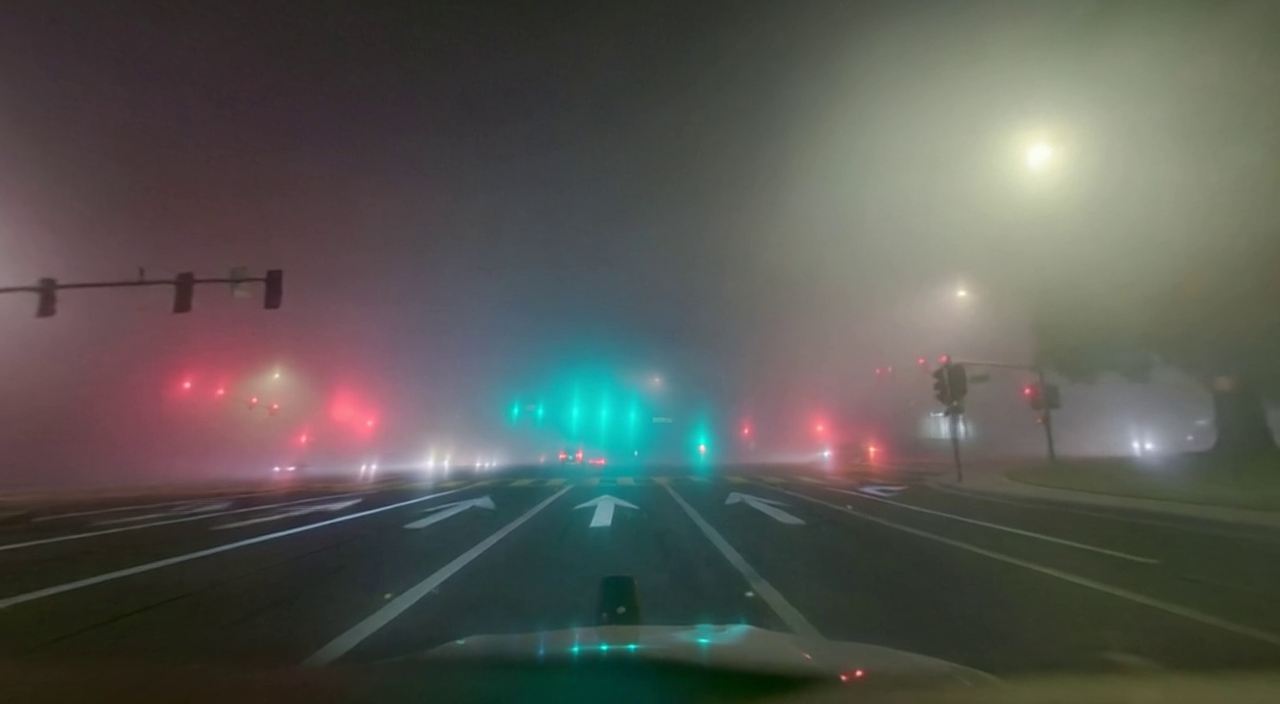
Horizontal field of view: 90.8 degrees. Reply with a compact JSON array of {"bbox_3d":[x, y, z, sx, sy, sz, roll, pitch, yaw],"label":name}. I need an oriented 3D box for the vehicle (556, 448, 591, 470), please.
[{"bbox_3d":[-4.681,7.552,44.904,2.073,1.445,4.151,0,-8,-1],"label":"vehicle"}]
